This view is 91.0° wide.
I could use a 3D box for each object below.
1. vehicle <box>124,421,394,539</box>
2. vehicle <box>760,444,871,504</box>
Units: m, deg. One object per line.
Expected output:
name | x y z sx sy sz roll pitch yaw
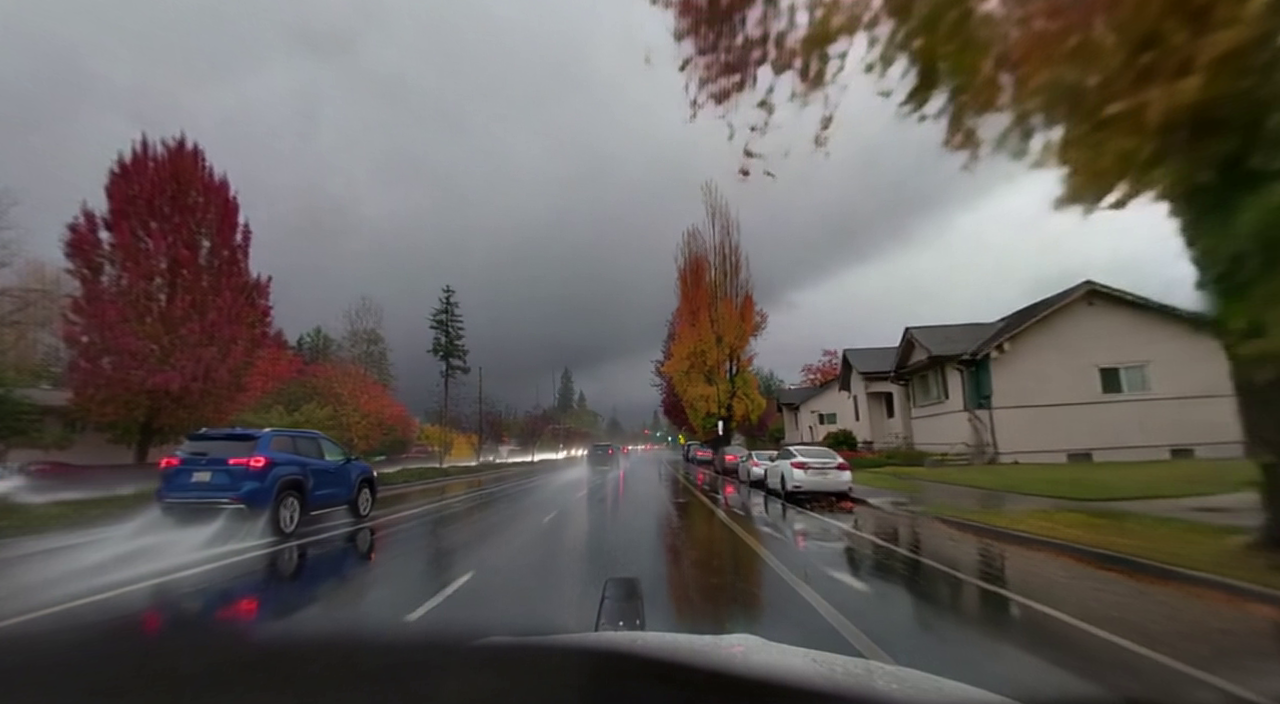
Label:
vehicle | -6.496 2.237 11.557 2.034 1.711 4.512 0 -9 1
vehicle | 4.969 3.514 18.596 1.952 1.505 4.713 0 -9 0
